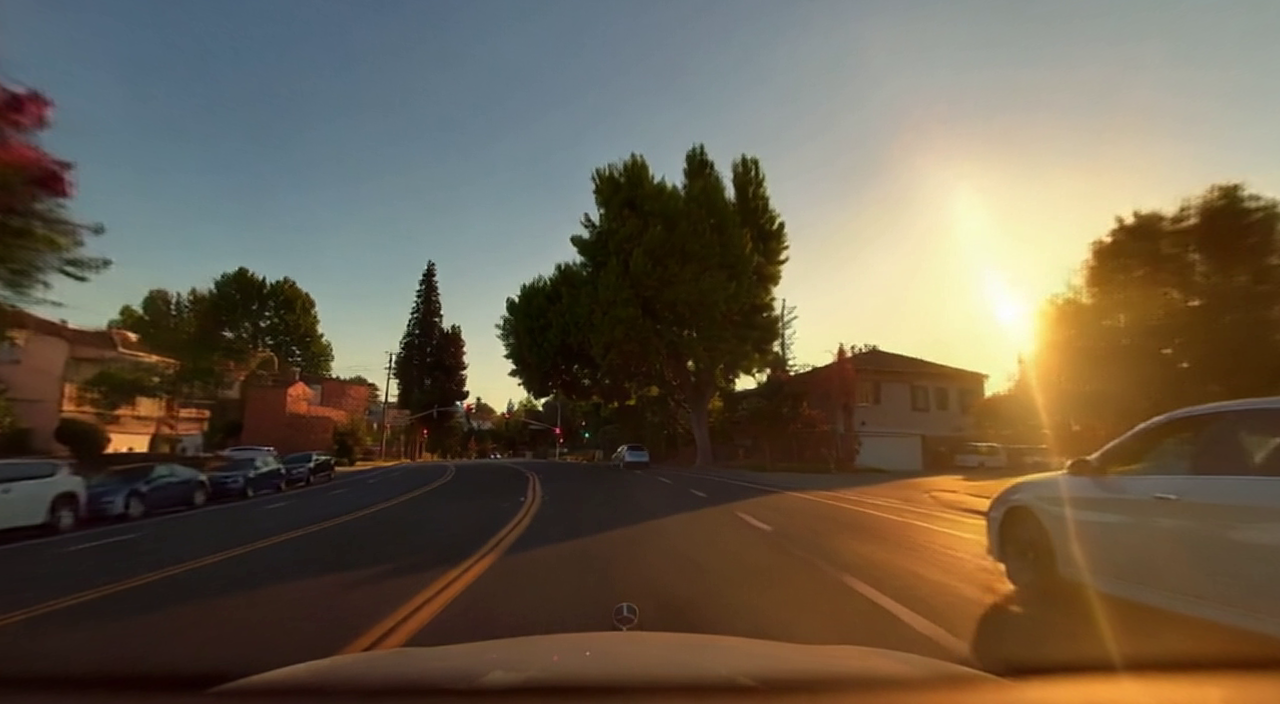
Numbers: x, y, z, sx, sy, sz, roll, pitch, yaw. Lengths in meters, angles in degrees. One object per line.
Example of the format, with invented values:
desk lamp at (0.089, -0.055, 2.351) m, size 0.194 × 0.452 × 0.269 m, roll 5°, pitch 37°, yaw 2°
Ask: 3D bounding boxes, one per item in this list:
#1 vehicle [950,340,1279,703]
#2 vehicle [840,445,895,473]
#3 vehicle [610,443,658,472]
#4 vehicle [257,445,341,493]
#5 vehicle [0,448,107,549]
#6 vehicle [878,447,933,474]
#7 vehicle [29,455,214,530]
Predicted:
vehicle at (4.044, 0.925, 3.390) m, size 2.081 × 1.828 × 5.138 m, roll 0°, pitch -8°, yaw -1°
vehicle at (16.175, 7.592, 45.193) m, size 2.044 × 1.787 × 4.597 m, roll -2°, pitch -9°, yaw -1°
vehicle at (-0.443, 6.271, 37.913) m, size 1.951 × 1.620 × 4.582 m, roll 2°, pitch -9°, yaw -12°
vehicle at (-15.448, 5.255, 28.959) m, size 1.993 × 1.801 × 5.201 m, roll -2°, pitch -8°, yaw -12°
vehicle at (-12.723, 2.693, 11.641) m, size 2.146 × 1.806 × 4.733 m, roll 1°, pitch -8°, yaw -9°
vehicle at (18.886, 7.723, 45.140) m, size 2.060 × 1.769 × 4.068 m, roll 0°, pitch -8°, yaw -1°
vehicle at (-13.185, 3.524, 16.476) m, size 1.829 × 1.559 × 4.288 m, roll 1°, pitch -9°, yaw -11°
